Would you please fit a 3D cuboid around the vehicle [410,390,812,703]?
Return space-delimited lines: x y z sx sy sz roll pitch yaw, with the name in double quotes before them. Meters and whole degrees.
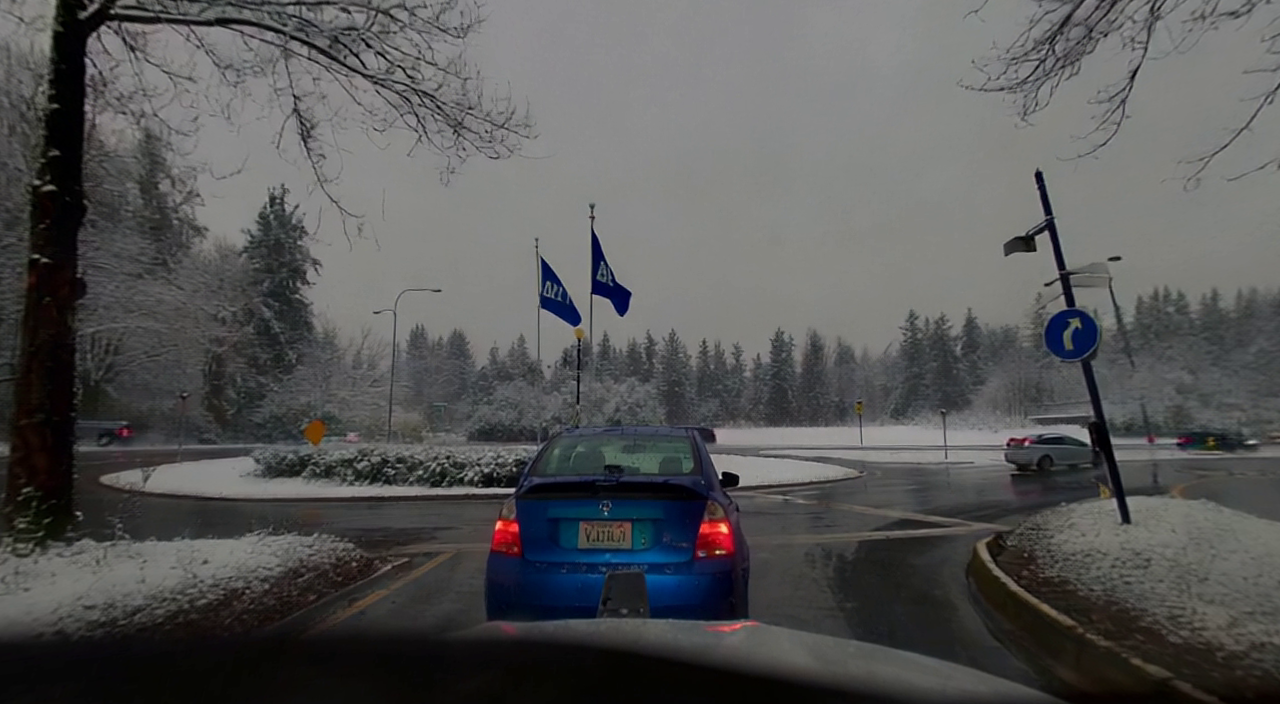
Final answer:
"vehicle" -0.061 1.332 5.346 2.078 1.607 4.010 -1 -9 3

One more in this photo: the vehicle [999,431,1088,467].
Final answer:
"vehicle" 20.407 4.887 31.822 4.485 1.691 2.132 6 -11 -35

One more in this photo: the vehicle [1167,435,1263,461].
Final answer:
"vehicle" 33.858 5.667 37.141 4.147 1.475 1.850 1 -9 -9
